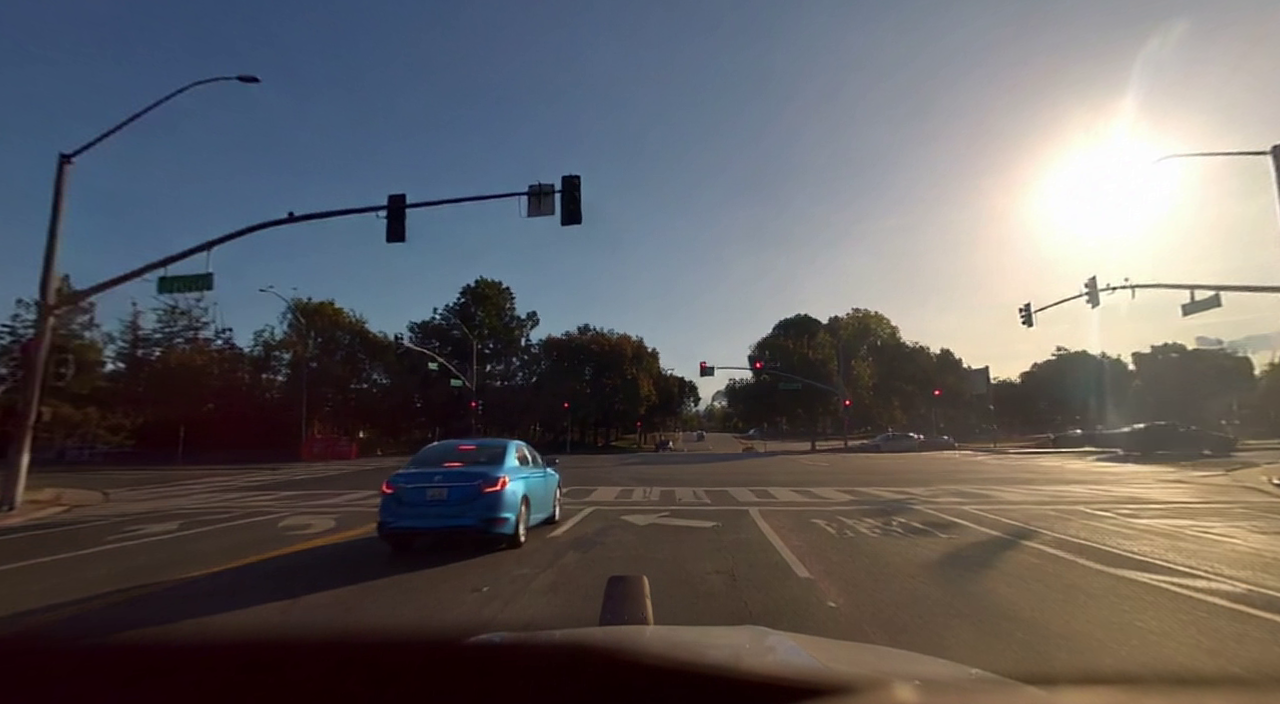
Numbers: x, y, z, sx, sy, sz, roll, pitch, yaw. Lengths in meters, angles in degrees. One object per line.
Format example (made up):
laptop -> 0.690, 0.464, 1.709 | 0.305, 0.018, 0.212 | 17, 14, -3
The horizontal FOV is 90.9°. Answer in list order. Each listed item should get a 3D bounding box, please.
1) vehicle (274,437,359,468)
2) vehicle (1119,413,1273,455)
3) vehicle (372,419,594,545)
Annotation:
vehicle -> -18.378, 5.680, 35.872 | 3.952, 1.568, 1.788 | -3, -7, 8
vehicle -> 23.277, 3.496, 26.563 | 4.406, 1.661, 1.857 | -1, -8, 8
vehicle -> -2.189, 1.962, 10.162 | 2.055, 1.573, 4.065 | -1, -8, 8
